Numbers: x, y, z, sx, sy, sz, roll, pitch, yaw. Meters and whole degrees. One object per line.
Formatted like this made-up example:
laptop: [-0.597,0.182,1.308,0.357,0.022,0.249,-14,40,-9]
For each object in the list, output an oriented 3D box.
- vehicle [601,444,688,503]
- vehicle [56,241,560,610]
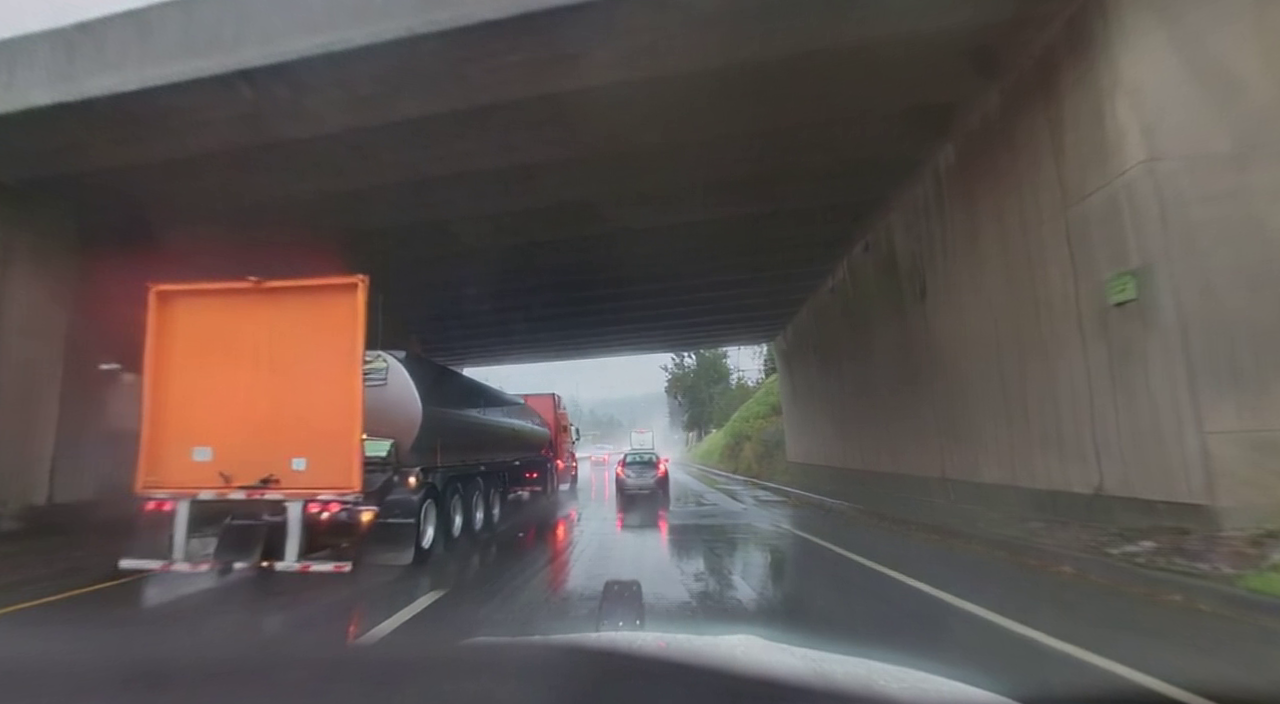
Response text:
vehicle: [0.114,3.423,18.244,2.215,1.481,4.246,0,-9,0]
vehicle: [-4.048,1.726,13.401,2.896,3.563,14.643,0,-9,0]
